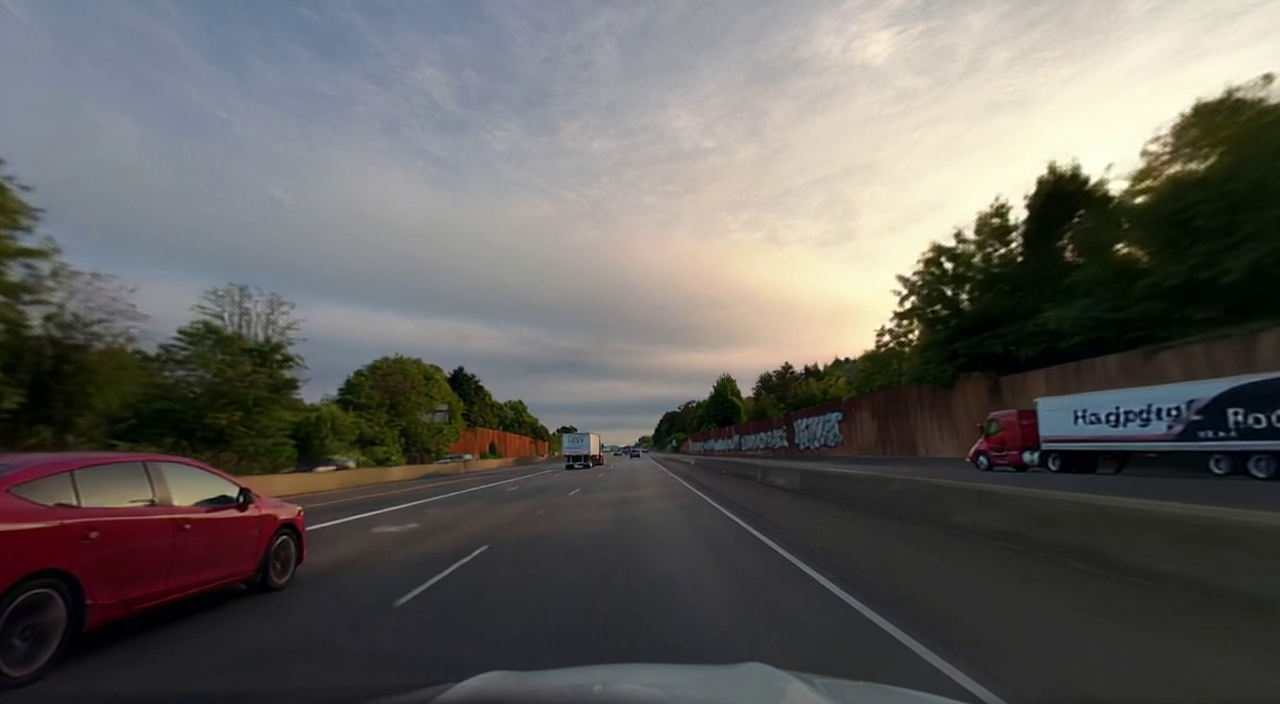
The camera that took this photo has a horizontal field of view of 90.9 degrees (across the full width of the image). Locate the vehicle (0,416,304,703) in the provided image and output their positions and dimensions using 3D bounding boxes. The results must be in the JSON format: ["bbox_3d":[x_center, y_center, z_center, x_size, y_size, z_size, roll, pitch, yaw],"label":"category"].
[{"bbox_3d":[-4.299,1.171,3.824,2.024,1.476,4.466,0,-9,0],"label":"vehicle"}]

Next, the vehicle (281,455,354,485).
[{"bbox_3d":[-17.521,6.387,34.477,1.772,1.480,4.102,0,-9,0],"label":"vehicle"}]

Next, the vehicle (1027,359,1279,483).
[{"bbox_3d":[21.740,2.818,24.358,2.782,4.082,12.925,2,-9,-15],"label":"vehicle"}]

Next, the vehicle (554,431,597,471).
[{"bbox_3d":[-4.280,6.709,42.750,2.305,2.517,5.486,0,-9,0],"label":"vehicle"}]

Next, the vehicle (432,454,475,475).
[{"bbox_3d":[-13.351,8.046,45.241,1.832,1.403,4.201,0,-9,0],"label":"vehicle"}]
